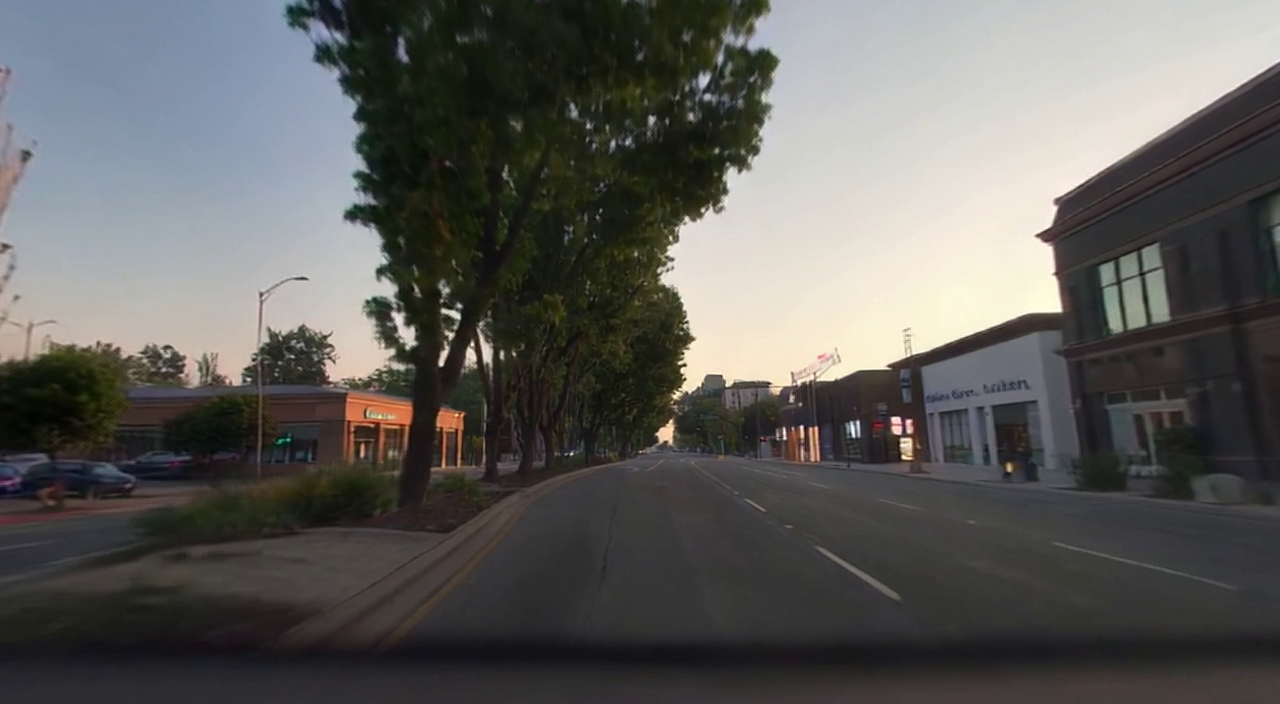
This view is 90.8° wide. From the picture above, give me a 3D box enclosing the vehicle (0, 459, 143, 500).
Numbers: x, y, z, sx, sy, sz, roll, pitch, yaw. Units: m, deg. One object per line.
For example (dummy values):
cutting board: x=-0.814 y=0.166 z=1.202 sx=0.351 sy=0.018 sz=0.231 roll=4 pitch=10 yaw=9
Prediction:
vehicle: x=-24.289 y=5.422 z=27.187 sx=1.908 sy=1.502 sz=4.584 roll=0 pitch=-8 yaw=2
